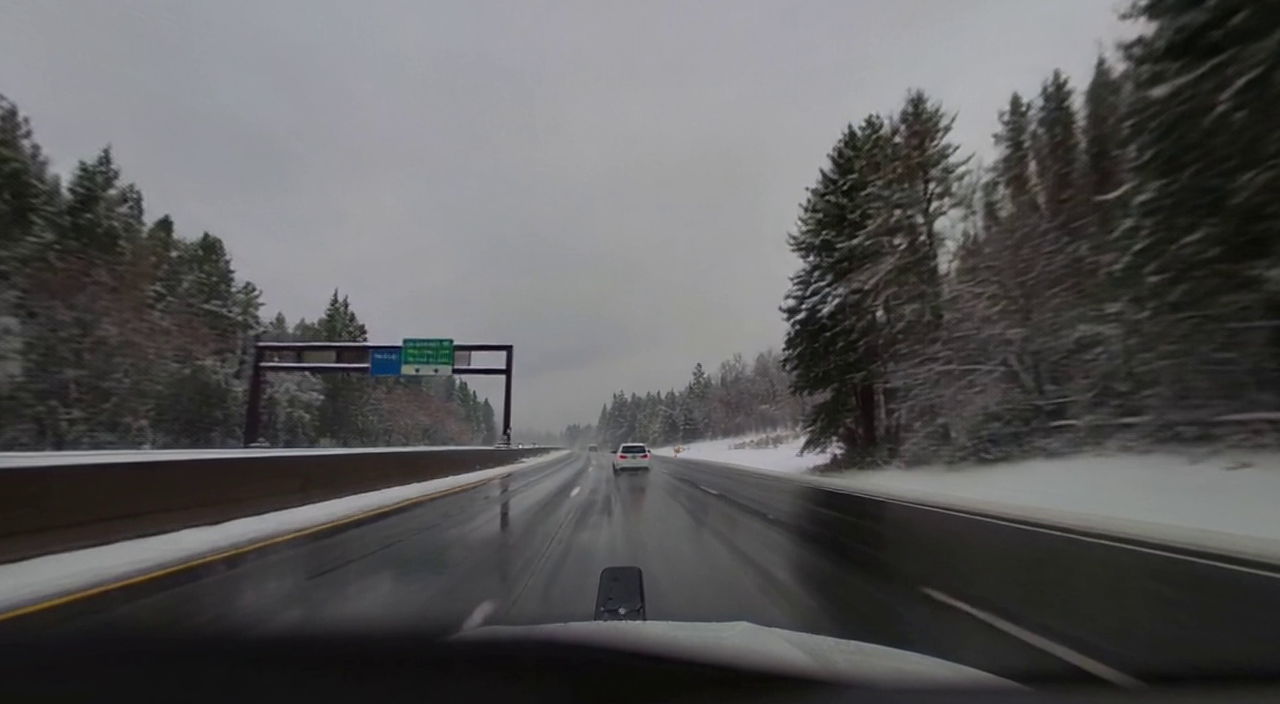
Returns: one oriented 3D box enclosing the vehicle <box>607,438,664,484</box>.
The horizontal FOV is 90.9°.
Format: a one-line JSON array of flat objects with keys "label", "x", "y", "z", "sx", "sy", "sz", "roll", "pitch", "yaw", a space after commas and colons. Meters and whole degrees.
[{"label": "vehicle", "x": -0.262, "y": 4.138, "z": 24.159, "sx": 2.011, "sy": 1.590, "sz": 3.607, "roll": 0, "pitch": -8, "yaw": -3}]
